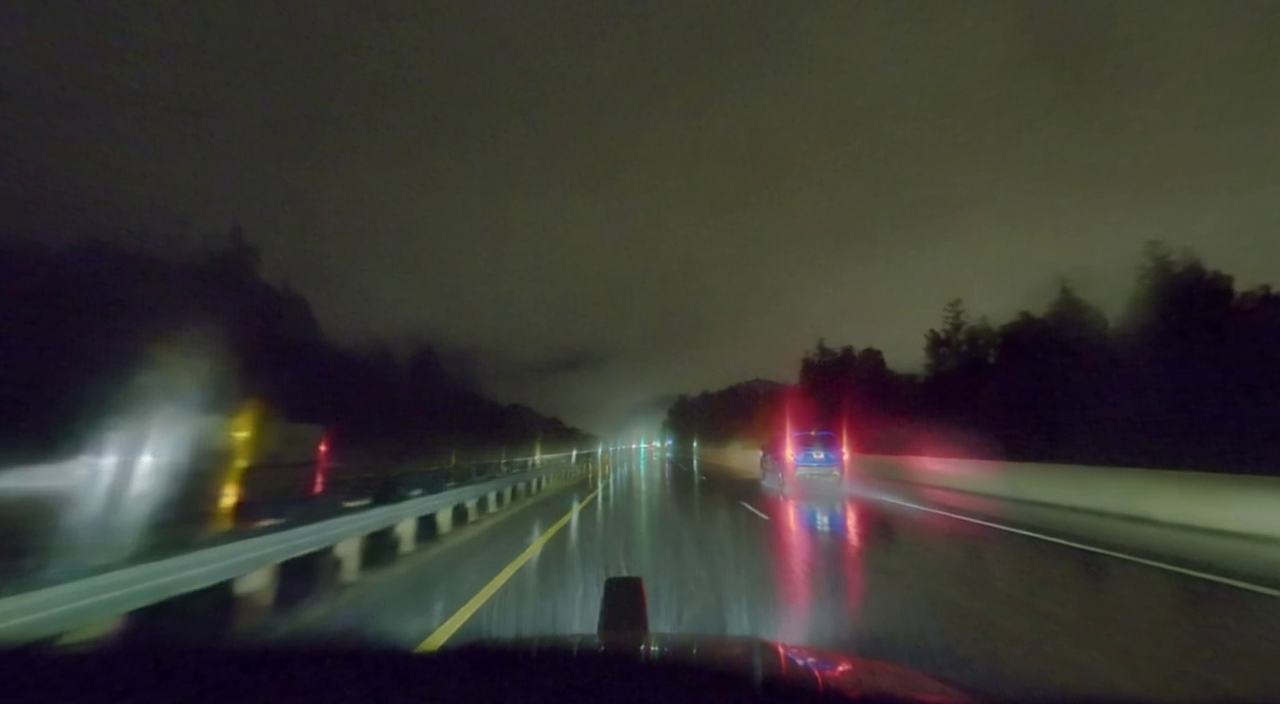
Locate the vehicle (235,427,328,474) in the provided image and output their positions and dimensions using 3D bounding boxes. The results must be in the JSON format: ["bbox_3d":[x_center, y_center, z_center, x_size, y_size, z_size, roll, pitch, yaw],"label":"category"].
[{"bbox_3d":[-27.483,7.591,48.809,2.698,3.293,7.299,-1,-8,1],"label":"vehicle"}]

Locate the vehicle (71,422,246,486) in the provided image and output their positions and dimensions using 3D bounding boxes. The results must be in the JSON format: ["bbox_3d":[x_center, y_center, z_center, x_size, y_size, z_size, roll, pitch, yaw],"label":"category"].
[{"bbox_3d":[-27.617,5.904,37.007,2.887,3.239,9.240,0,-8,0],"label":"vehicle"}]
